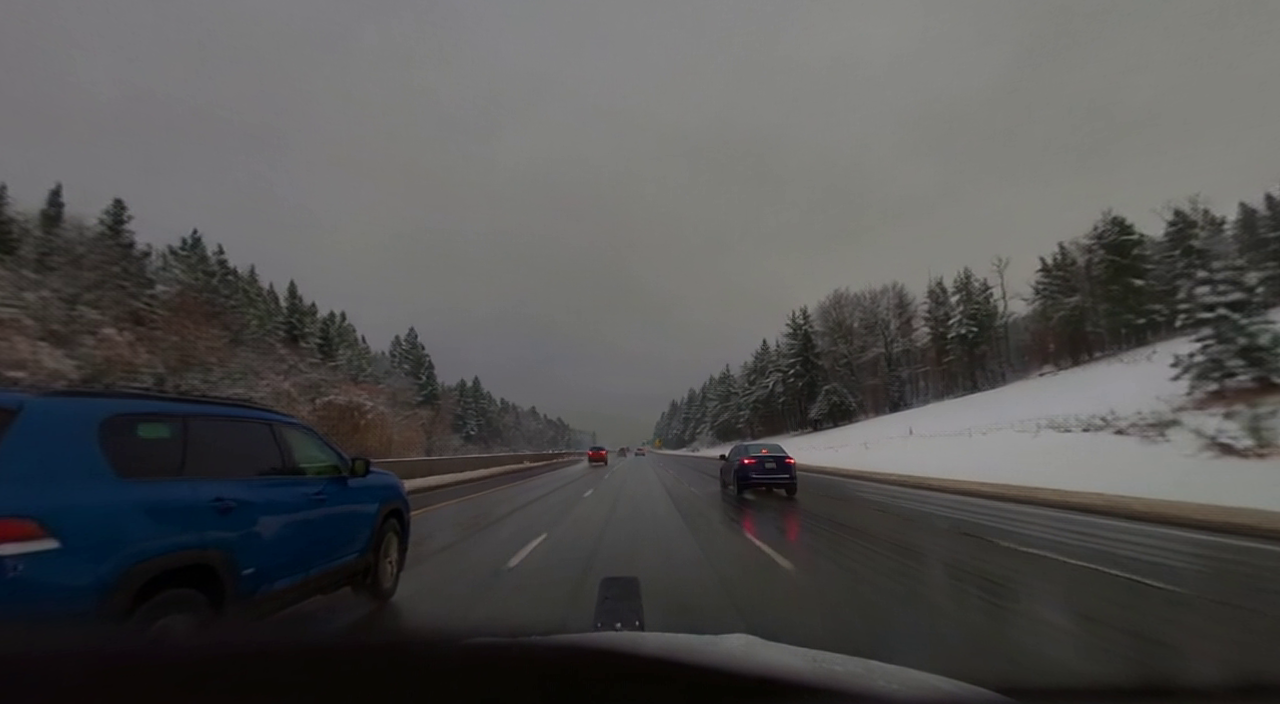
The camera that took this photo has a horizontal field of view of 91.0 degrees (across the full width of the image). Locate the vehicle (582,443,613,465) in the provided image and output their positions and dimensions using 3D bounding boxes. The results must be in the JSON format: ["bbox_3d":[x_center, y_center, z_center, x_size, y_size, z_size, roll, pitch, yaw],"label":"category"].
[{"bbox_3d":[-3.160,7.748,47.789,2.030,1.563,4.389,0,-9,0],"label":"vehicle"}]

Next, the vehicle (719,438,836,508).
[{"bbox_3d":[3.255,2.959,15.860,1.979,1.486,4.125,0,-9,-1],"label":"vehicle"}]

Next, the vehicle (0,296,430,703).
[{"bbox_3d":[-3.156,0.974,3.894,2.137,1.756,4.453,0,-8,0],"label":"vehicle"}]
